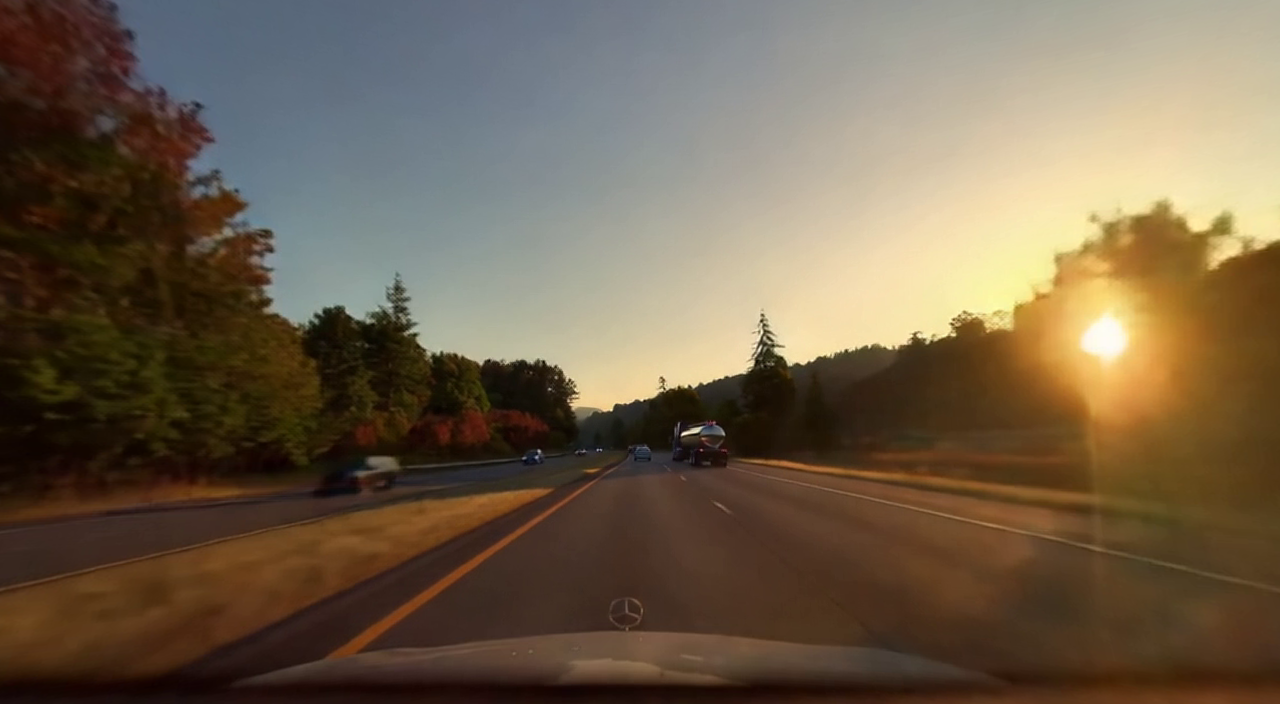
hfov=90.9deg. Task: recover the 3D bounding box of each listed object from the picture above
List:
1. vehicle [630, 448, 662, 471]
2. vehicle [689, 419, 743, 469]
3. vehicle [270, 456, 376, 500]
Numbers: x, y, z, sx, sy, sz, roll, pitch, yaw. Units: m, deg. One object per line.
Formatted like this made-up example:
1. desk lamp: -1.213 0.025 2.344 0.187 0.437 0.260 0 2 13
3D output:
1. vehicle: 0.371 6.721 39.631 1.926 1.386 3.615 0 -9 0
2. vehicle: 5.003 6.288 42.844 2.718 3.034 7.395 0 -9 0
3. vehicle: -12.215 4.855 24.603 2.096 1.487 3.831 0 -9 0
